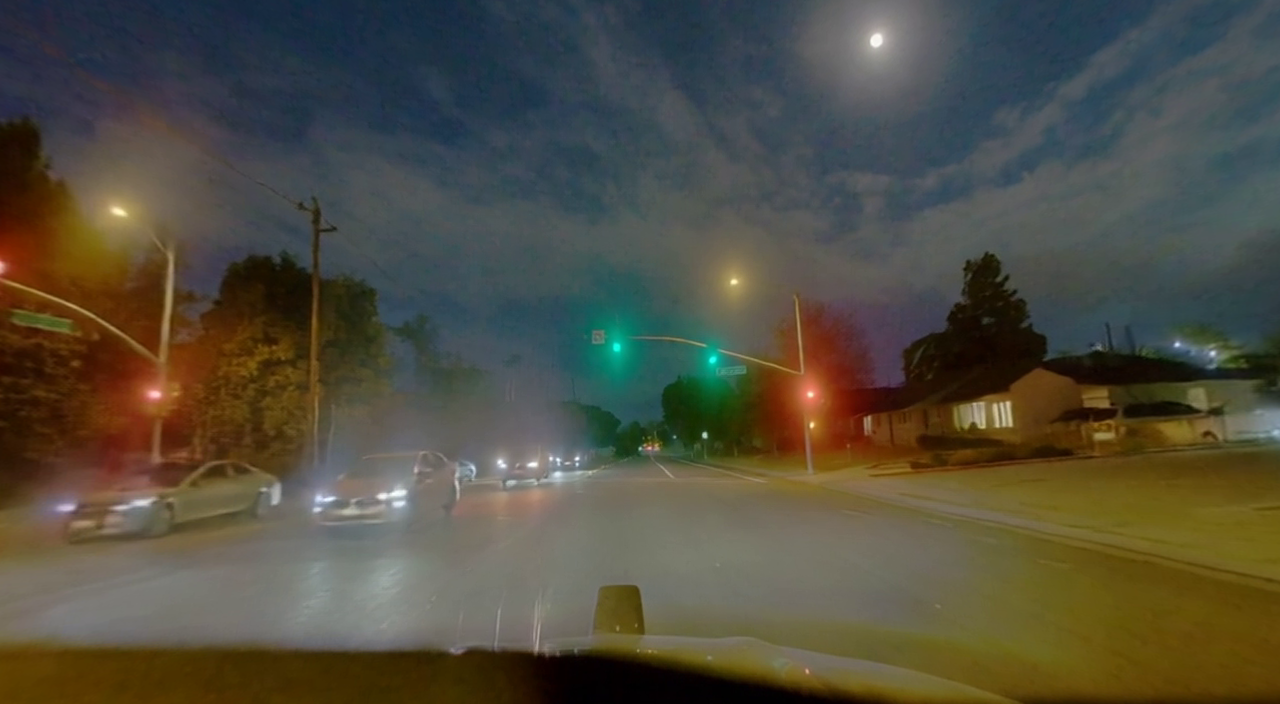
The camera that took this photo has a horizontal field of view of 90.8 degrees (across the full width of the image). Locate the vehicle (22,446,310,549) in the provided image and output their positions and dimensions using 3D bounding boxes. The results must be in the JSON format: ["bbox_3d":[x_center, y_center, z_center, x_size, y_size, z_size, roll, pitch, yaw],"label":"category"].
[{"bbox_3d":[-8.415,2.555,11.888,1.985,1.475,4.383,-1,-8,1],"label":"vehicle"}]

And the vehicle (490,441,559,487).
[{"bbox_3d":[-4.579,4.480,25.627,1.999,1.652,3.962,-1,-8,1],"label":"vehicle"}]

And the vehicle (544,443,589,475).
[{"bbox_3d":[-4.450,6.521,38.811,2.095,1.731,4.462,-1,-8,1],"label":"vehicle"}]

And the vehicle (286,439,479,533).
[{"bbox_3d":[-4.684,2.453,12.322,2.003,1.462,4.220,-1,-8,0],"label":"vehicle"}]
